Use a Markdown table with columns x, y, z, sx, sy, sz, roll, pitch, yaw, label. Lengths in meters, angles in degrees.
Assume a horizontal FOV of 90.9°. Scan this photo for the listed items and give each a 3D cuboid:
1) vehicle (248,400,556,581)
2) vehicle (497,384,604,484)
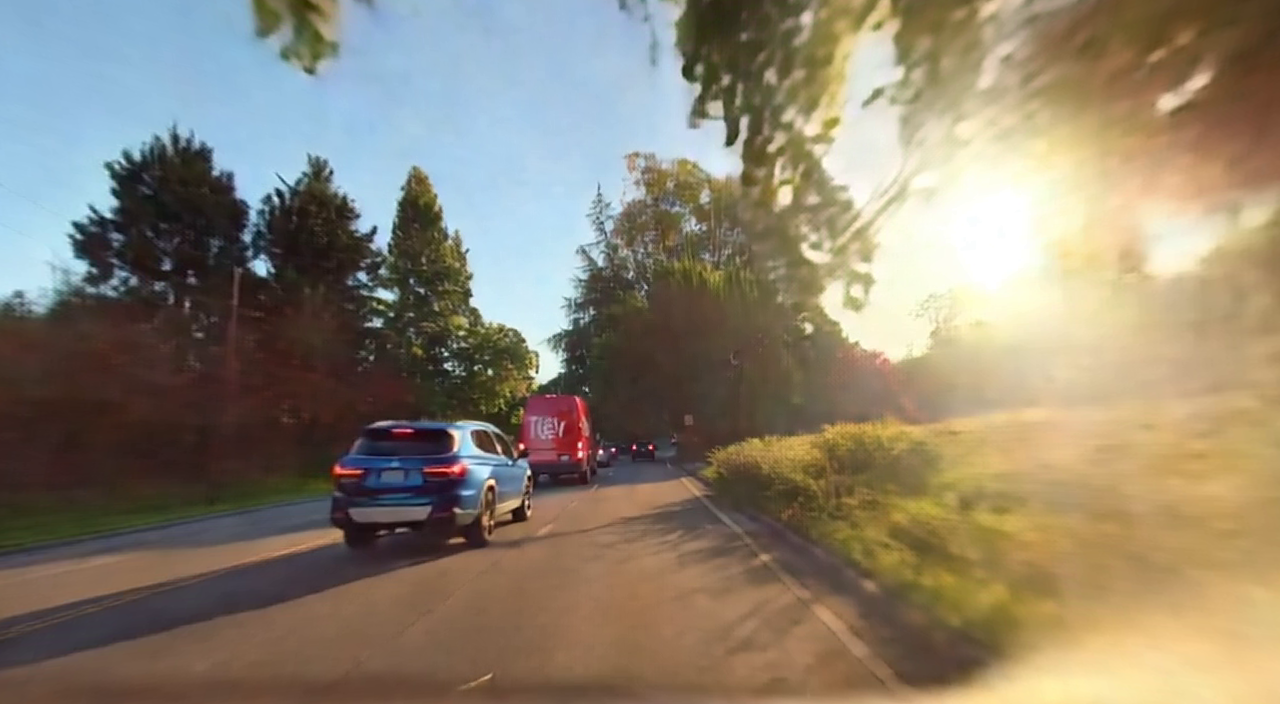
| x | y | z | sx | sy | sz | roll | pitch | yaw | label |
| --- | --- | --- | --- | --- | --- | --- | --- | --- | --- |
| -2.790 | 1.816 | 9.212 | 2.187 | 1.821 | 5.501 | 0 | -9 | 2 | vehicle |
| -3.126 | 3.306 | 24.840 | 2.818 | 3.181 | 9.114 | 0 | -9 | 0 | vehicle |
